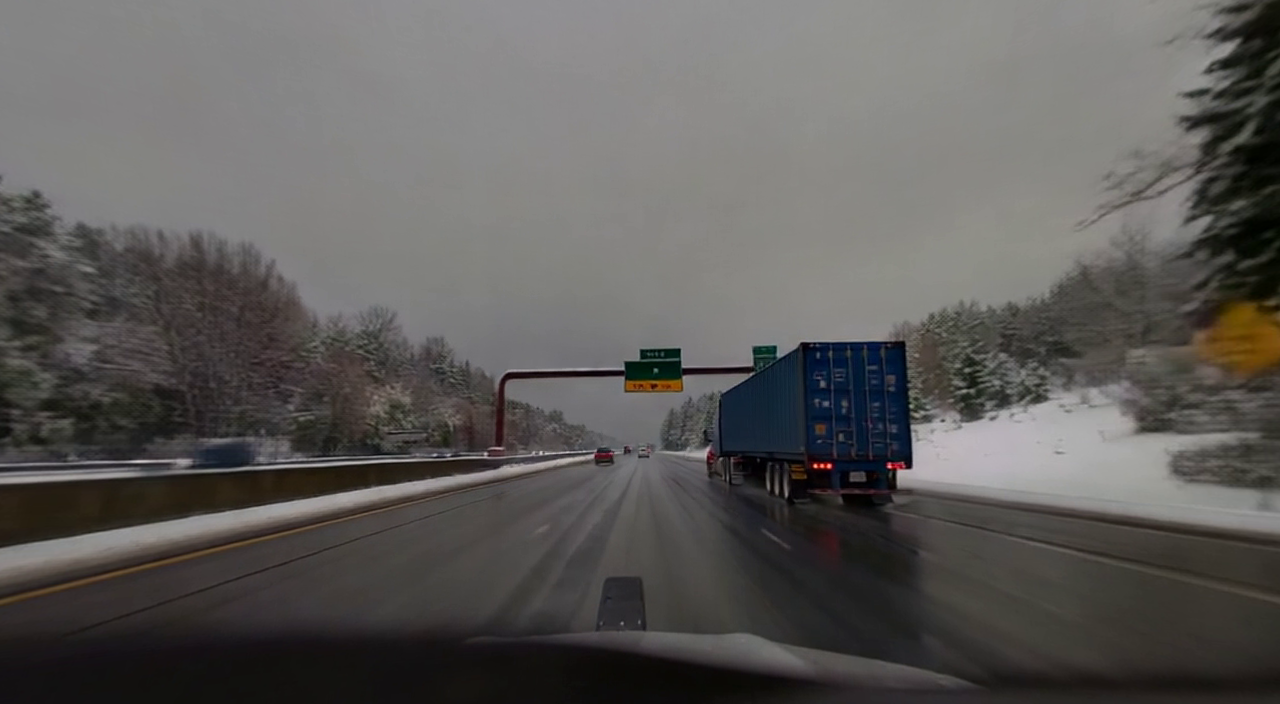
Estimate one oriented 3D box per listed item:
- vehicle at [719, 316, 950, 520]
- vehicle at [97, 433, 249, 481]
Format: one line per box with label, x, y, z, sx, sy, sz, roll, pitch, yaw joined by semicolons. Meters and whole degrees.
vehicle;4.600;2.253;18.869;2.821;4.046;12.876;0;-9;0
vehicle;-15.959;3.630;21.883;2.043;1.464;4.183;-1;-9;0
